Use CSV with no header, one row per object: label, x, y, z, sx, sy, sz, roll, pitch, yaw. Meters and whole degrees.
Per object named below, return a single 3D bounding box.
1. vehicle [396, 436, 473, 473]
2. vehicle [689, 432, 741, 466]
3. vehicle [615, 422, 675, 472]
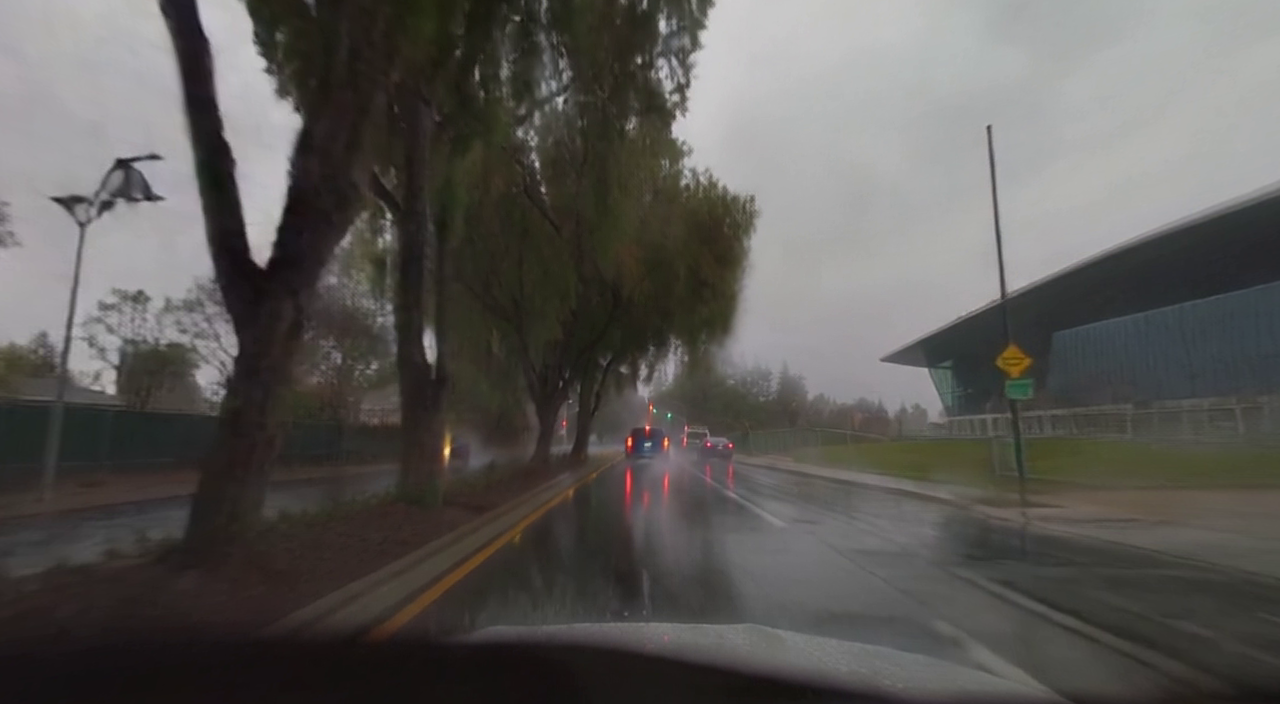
vehicle,-8.997,4.528,28.101,2.028,1.502,4.646,0,-8,-2
vehicle,3.975,5.250,34.167,2.138,1.699,4.852,0,-8,-1
vehicle,0.228,4.043,26.938,2.386,1.947,4.168,-1,-8,1
